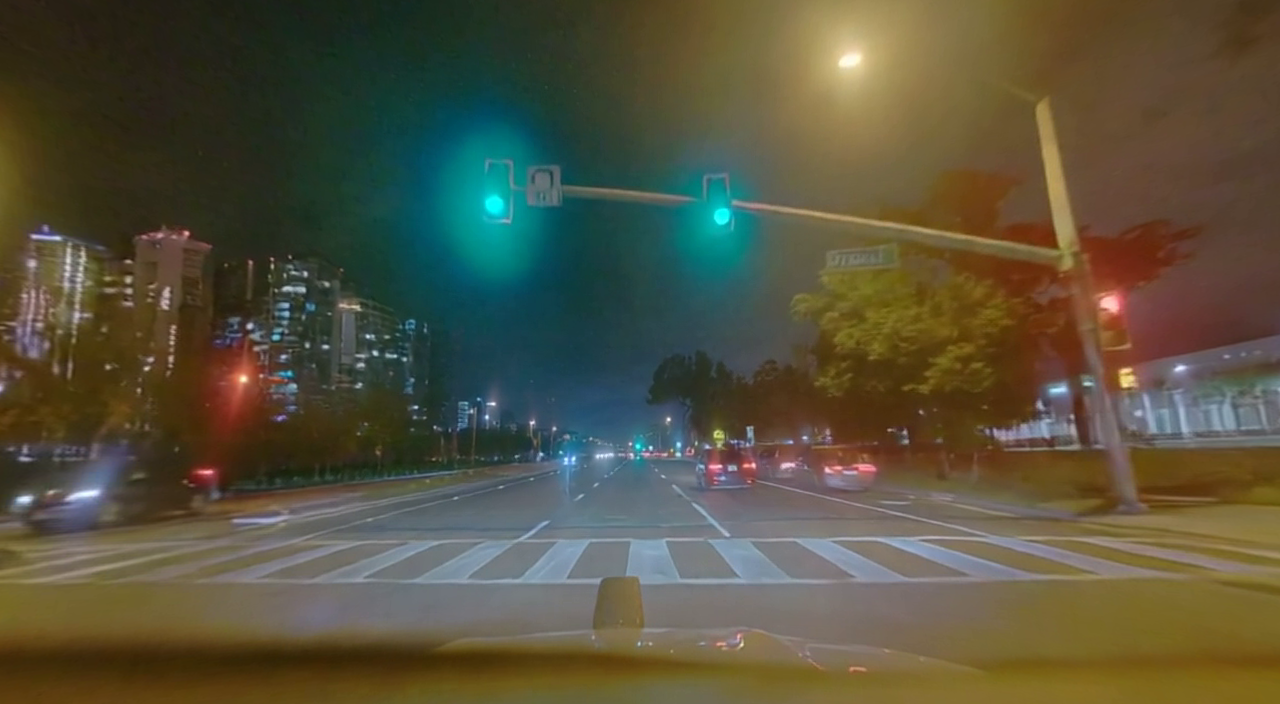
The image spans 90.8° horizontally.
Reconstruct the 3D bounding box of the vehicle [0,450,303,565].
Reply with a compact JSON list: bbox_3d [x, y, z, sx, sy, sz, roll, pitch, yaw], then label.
[{"bbox_3d":[-7.940,2.413,10.695,1.963,1.472,4.584,0,-8,-1],"label":"vehicle"}]

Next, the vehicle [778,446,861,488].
[{"bbox_3d":[7.143,4.609,25.765,2.007,1.491,4.815,0,-8,1],"label":"vehicle"}]

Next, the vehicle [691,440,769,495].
[{"bbox_3d":[3.129,4.105,22.937,2.069,1.761,4.610,0,-8,-1],"label":"vehicle"}]
